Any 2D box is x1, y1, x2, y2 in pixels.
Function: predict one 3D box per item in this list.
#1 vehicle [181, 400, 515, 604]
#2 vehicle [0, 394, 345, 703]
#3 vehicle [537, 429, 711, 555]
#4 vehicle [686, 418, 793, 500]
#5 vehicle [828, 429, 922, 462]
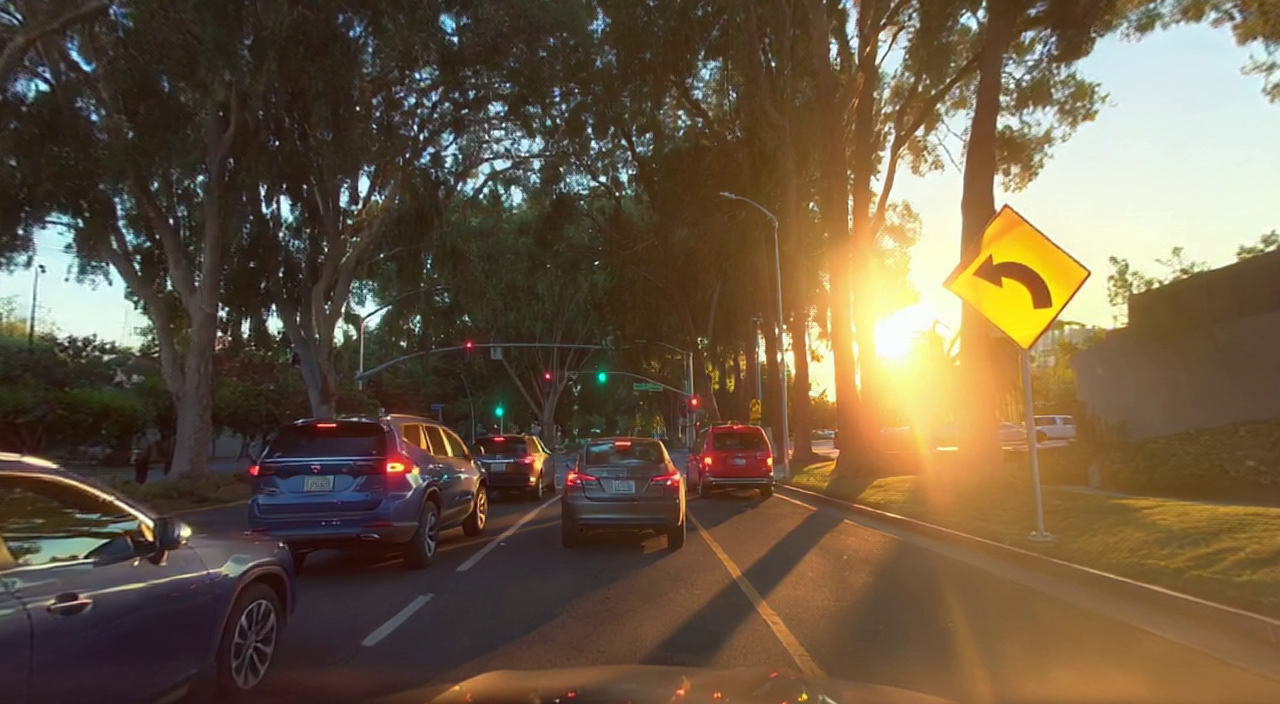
[{"bbox_3d":[-2.886,1.574,7.454,1.964,1.712,4.097,0,-8,0],"label":"vehicle"},{"bbox_3d":[-2.913,0.837,1.623,1.974,1.484,4.716,0,-8,1],"label":"vehicle"},{"bbox_3d":[-0.244,1.923,9.350,2.025,1.453,3.848,0,-8,-2],"label":"vehicle"},{"bbox_3d":[2.463,2.811,16.870,2.059,1.864,4.541,0,-8,-1],"label":"vehicle"},{"bbox_3d":[11.395,4.559,30.693,3.883,1.534,1.779,0,-8,2],"label":"vehicle"}]
